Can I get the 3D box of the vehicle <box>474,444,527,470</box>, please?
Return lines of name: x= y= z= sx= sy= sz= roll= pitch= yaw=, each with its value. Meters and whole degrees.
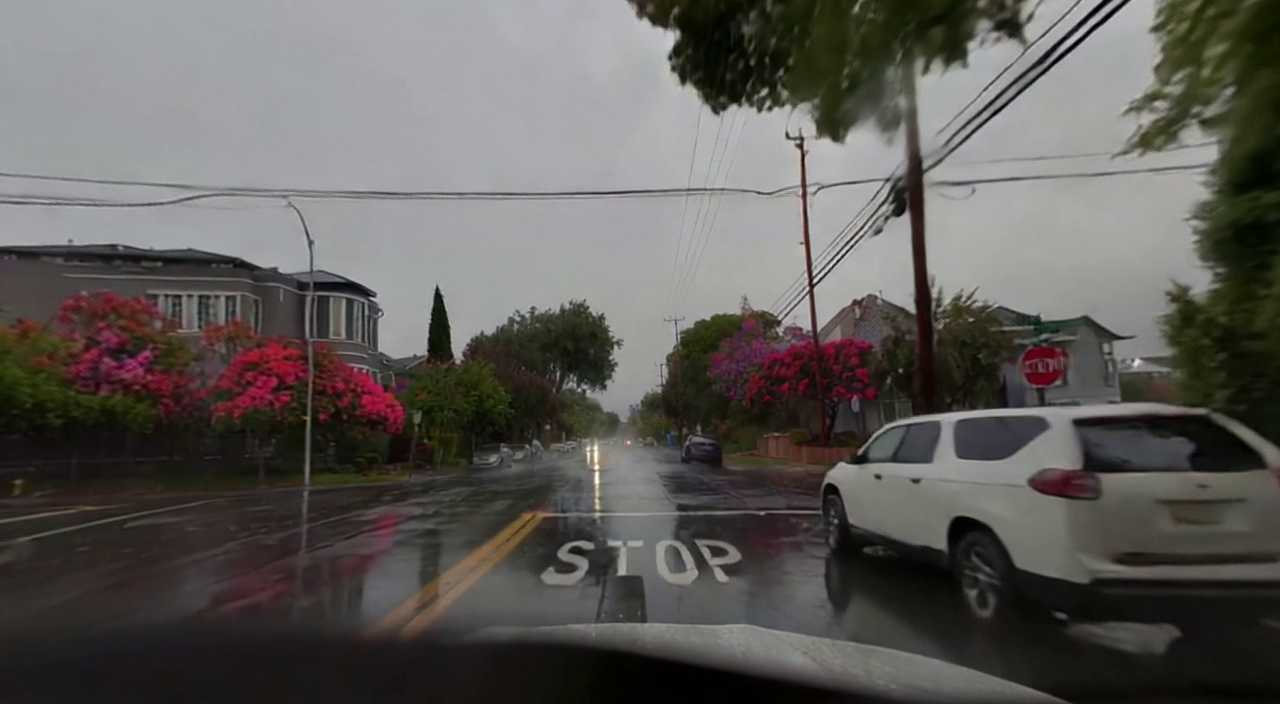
vehicle: x=-7.366 y=5.556 z=33.627 sx=1.926 sy=1.307 sz=3.909 roll=0 pitch=-8 yaw=0

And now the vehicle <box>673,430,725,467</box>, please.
vehicle: x=2.944 y=4.940 z=32.448 sx=2.114 sy=1.708 sz=4.474 roll=0 pitch=-8 yaw=-1

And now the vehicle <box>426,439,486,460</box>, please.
vehicle: x=-13.602 y=7.225 z=46.889 sx=3.905 sy=1.480 sz=1.892 roll=0 pitch=-8 yaw=-1

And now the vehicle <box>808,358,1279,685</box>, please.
vehicle: x=3.164 y=1.197 z=5.577 sx=2.035 sy=1.708 sz=4.355 roll=0 pitch=-8 yaw=-2
